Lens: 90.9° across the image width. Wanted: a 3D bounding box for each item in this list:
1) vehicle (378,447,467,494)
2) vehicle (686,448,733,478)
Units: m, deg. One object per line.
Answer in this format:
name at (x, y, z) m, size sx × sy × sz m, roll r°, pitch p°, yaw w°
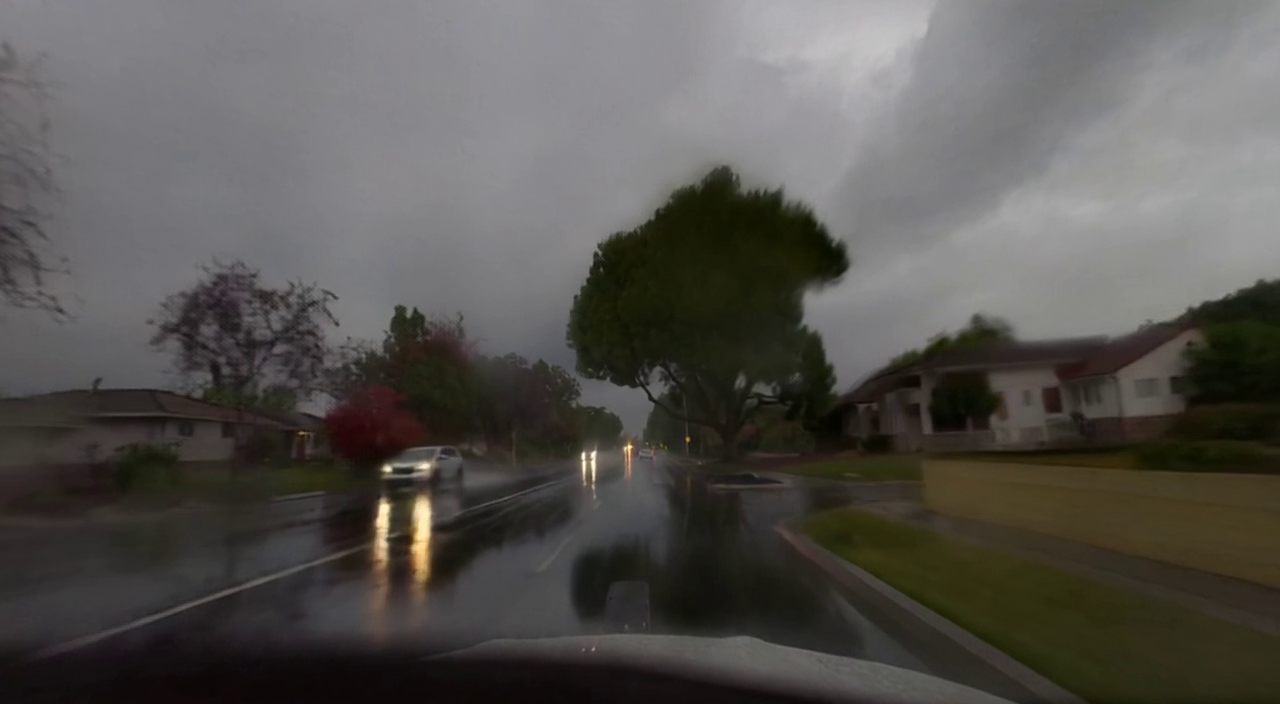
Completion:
vehicle at (-8.745, 4.758, 25.781) m, size 1.981 × 1.716 × 4.315 m, roll 0°, pitch -9°, yaw 1°
vehicle at (3.696, 5.968, 34.249) m, size 2.011 × 1.507 × 4.769 m, roll 0°, pitch -9°, yaw 0°
